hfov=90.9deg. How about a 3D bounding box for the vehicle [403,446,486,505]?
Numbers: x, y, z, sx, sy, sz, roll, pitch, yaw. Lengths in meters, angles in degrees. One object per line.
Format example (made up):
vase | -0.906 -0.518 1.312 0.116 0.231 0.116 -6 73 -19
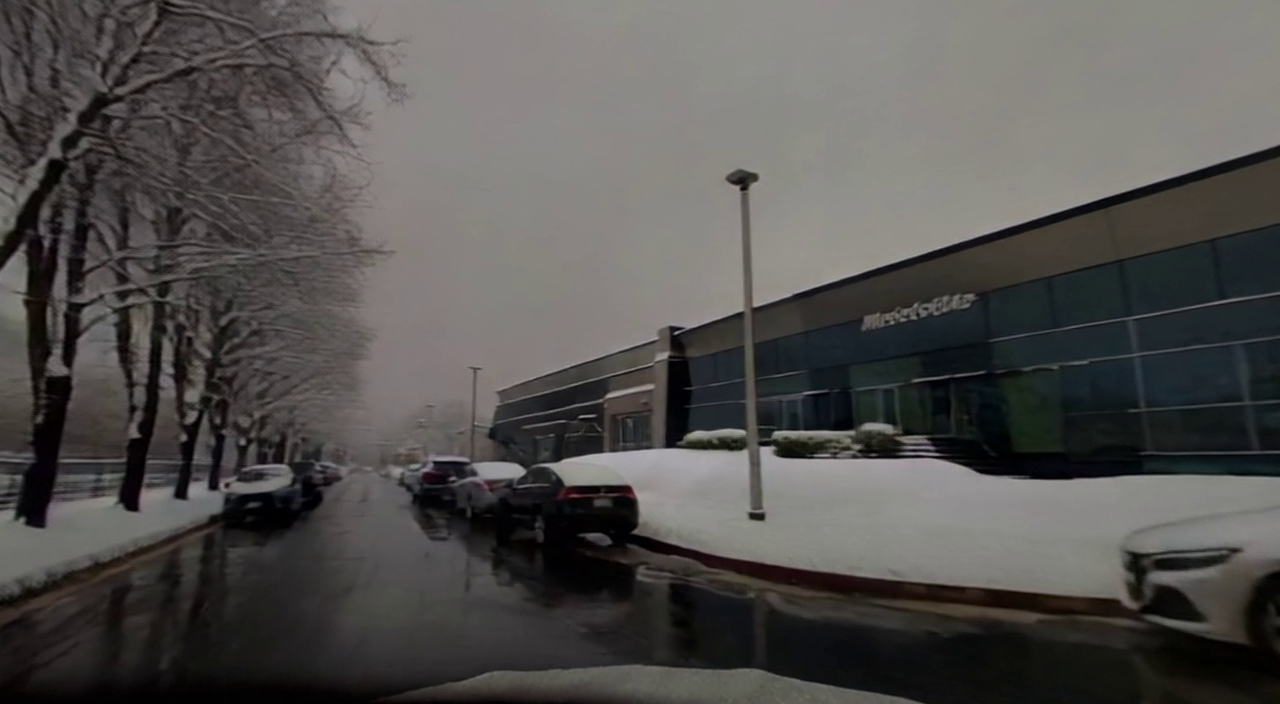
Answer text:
vehicle | -7.569 4.690 24.039 2.242 1.972 4.898 6 -12 -25

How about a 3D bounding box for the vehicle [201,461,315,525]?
vehicle | -10.130 3.736 17.075 2.018 1.461 4.413 5 -12 -24

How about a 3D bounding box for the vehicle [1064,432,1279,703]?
vehicle | 5.368 1.197 3.434 4.770 1.448 1.983 -5 -12 27

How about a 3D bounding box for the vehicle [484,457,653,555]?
vehicle | -1.542 2.814 12.032 1.889 1.482 4.118 6 -12 -25
